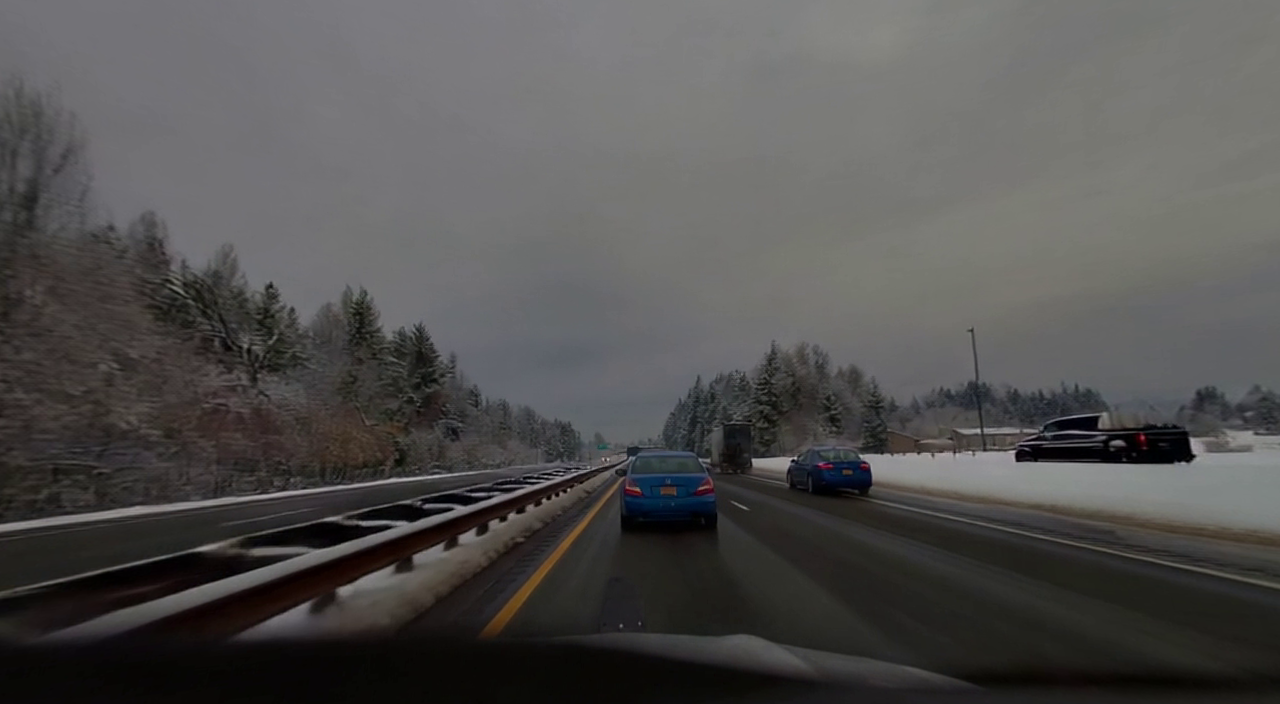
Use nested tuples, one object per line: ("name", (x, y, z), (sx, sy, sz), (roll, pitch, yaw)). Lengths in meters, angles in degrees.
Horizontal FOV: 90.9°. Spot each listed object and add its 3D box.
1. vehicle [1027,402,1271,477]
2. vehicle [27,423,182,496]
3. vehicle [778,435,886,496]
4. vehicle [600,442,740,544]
("vehicle", (31.566, 5.771, 40.758), (2.822, 3.996, 14.073), (1, -9, -7))
("vehicle", (-33.501, 6.717, 40.012), (2.902, 3.981, 7.819), (-3, -8, 0))
("vehicle", (6.356, 3.818, 21.547), (2.177, 1.827, 4.565), (0, -9, -1))
("vehicle", (0.422, 2.401, 11.316), (2.076, 1.485, 3.774), (0, -9, -1))
